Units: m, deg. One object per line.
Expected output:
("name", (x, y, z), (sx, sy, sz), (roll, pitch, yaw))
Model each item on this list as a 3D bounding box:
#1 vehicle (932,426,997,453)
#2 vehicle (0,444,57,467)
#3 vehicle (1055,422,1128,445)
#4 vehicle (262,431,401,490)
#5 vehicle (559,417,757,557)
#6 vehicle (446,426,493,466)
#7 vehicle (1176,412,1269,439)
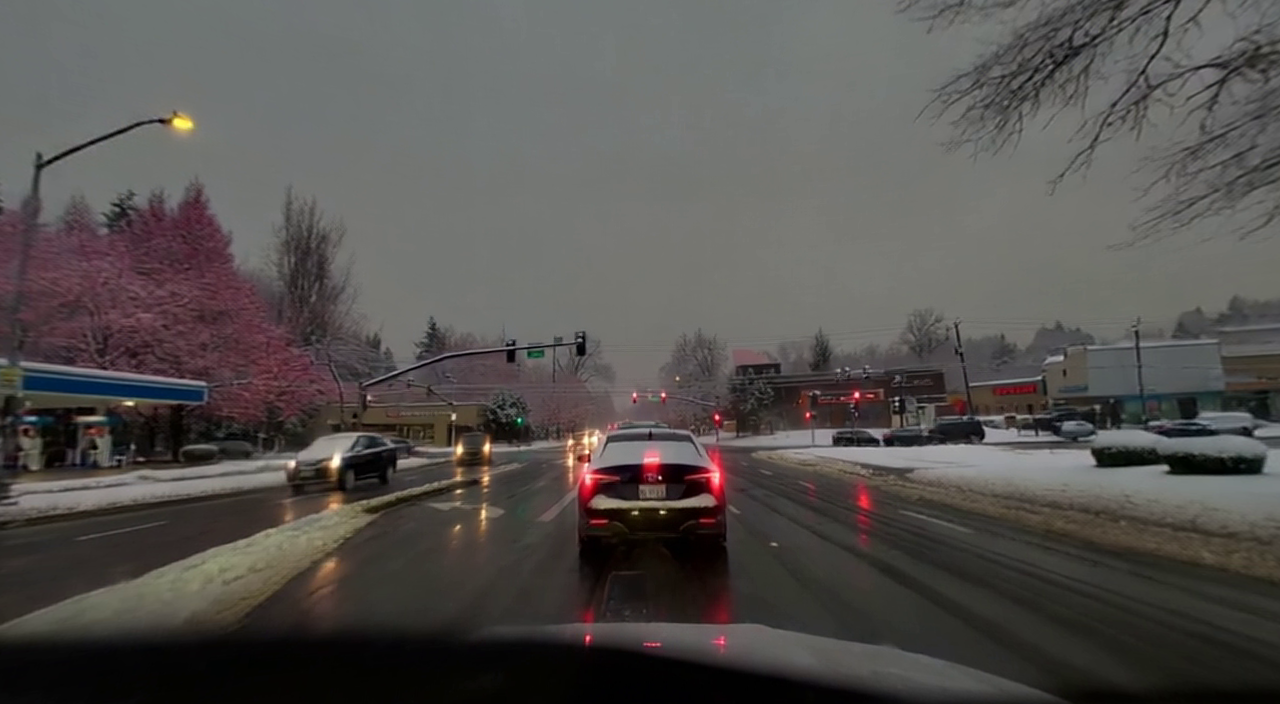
("vehicle", (18.989, 5.118, 36.813), (4.091, 1.495, 2.053), (8, -12, -43))
("vehicle", (-41.892, 6.819, 41.753), (4.813, 1.455, 1.889), (-1, -8, 5))
("vehicle", (35.587, 6.410, 49.743), (4.294, 1.557, 1.744), (-3, -8, 2))
("vehicle", (-9.655, 3.428, 20.227), (2.108, 1.671, 4.535), (0, -8, 1))
("vehicle", (0.194, 1.744, 8.813), (2.112, 1.482, 4.057), (0, -8, 0))
("vehicle", (-9.786, 5.401, 36.236), (2.378, 2.084, 5.225), (2, -9, -15))
("vehicle", (36.977, 4.717, 40.186), (1.848, 1.581, 4.475), (-1, -8, 4))
